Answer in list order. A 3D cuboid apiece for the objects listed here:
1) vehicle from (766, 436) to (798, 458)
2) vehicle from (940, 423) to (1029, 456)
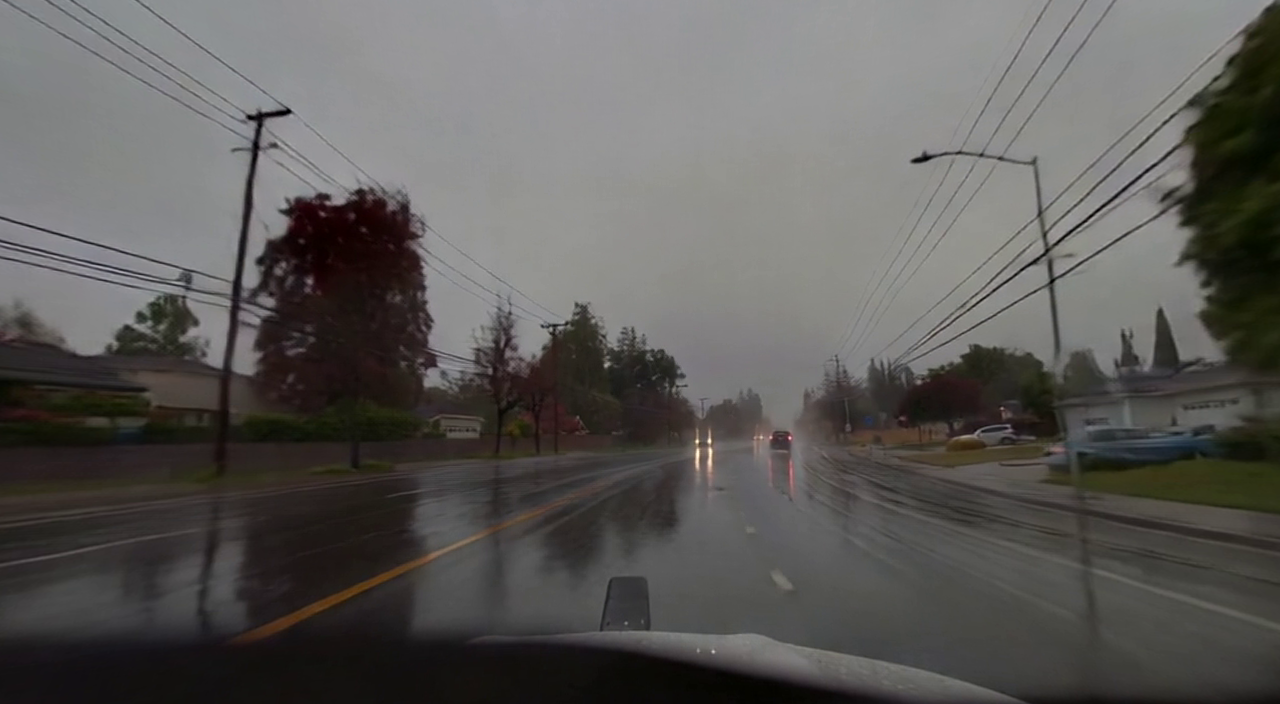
[{"bbox_3d":[9.842,6.619,43.900,1.982,1.451,4.152,-2,-9,10],"label":"vehicle"},{"bbox_3d":[22.822,5.823,41.782,4.687,1.805,2.130,-11,-13,37],"label":"vehicle"}]
